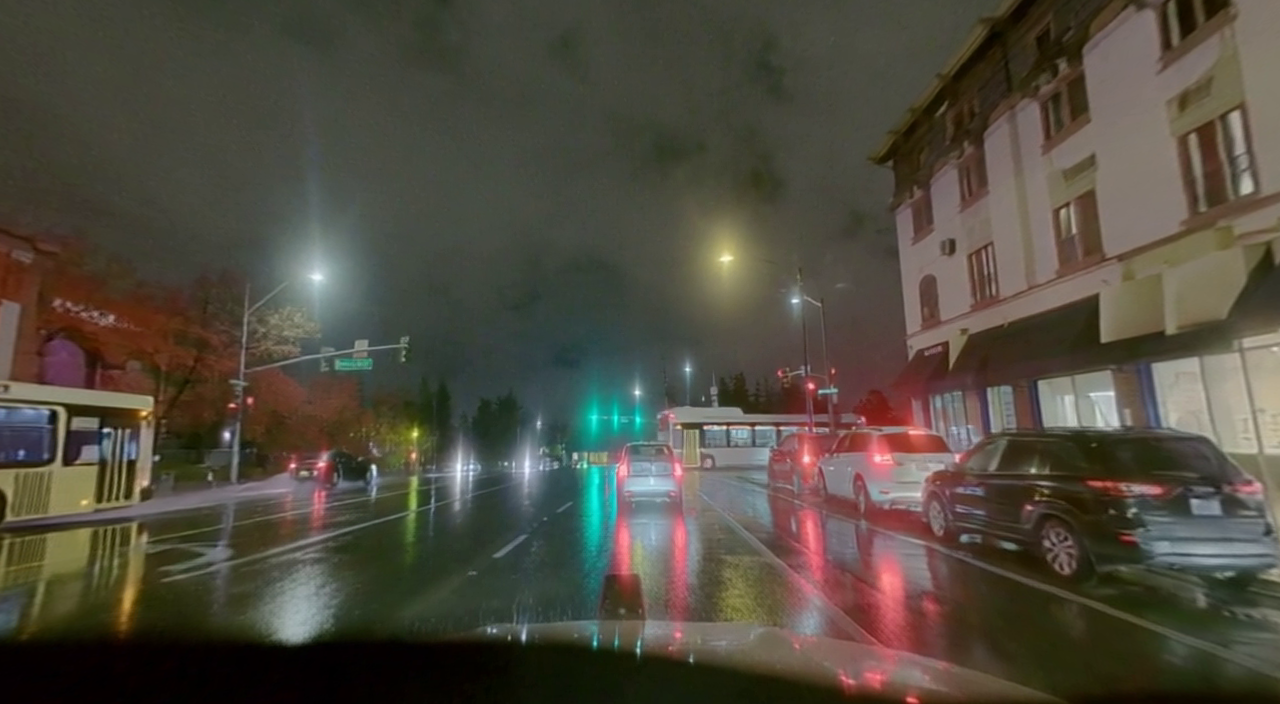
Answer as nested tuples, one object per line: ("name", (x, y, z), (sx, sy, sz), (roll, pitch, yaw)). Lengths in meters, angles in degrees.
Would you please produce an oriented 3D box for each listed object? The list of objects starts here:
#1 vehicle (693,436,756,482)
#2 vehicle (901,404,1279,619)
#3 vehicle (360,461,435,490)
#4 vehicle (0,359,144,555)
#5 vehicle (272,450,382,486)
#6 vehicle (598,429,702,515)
("vehicle", (3.315, 4.295, 25.451), (2.222, 1.688, 3.952), (0, -9, 3))
("vehicle", (4.960, 1.594, 7.213), (2.014, 1.681, 4.332), (0, -9, -1))
("vehicle", (-15.970, 8.147, 41.539), (4.242, 1.537, 1.810), (-7, -13, 10))
("vehicle", (-12.889, 1.294, 7.723), (3.356, 3.365, 12.460), (-2, -10, 1))
("vehicle", (-16.844, 6.193, 33.950), (5.016, 1.792, 2.250), (-2, -9, 18))
("vehicle", (0.175, 2.784, 15.084), (2.089, 1.699, 4.650), (1, -9, -1))
